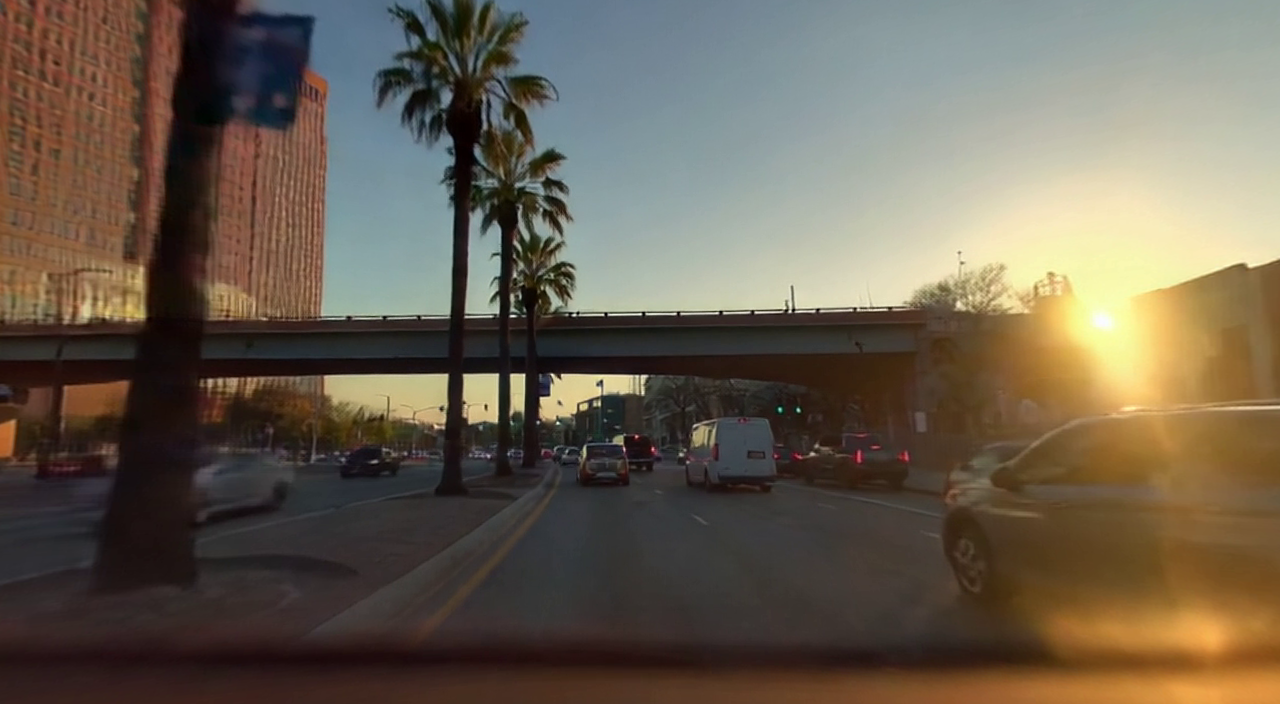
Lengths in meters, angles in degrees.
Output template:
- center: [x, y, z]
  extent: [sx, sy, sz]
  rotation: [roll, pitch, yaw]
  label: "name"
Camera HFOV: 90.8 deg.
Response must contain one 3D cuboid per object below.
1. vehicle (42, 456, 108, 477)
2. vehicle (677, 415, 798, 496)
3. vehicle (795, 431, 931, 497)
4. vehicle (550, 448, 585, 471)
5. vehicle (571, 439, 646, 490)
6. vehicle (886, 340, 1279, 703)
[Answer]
- center: [-43.246, 8.767, 48.438]
  extent: [1.794, 1.461, 3.581]
  rotation: [0, -9, -3]
  label: "vehicle"
- center: [2.800, 3.192, 19.736]
  extent: [2.434, 2.171, 5.098]
  rotation: [1, -9, -7]
  label: "vehicle"
- center: [6.578, 3.365, 19.365]
  extent: [2.164, 1.745, 4.677]
  rotation: [0, -9, -4]
  label: "vehicle"
- center: [-5.188, 7.636, 44.967]
  extent: [2.081, 1.503, 3.681]
  rotation: [2, -9, -13]
  label: "vehicle"
- center: [-1.278, 4.028, 23.038]
  extent: [2.332, 1.625, 4.933]
  rotation: [1, -9, -7]
  label: "vehicle"
- center: [3.573, 1.035, 4.032]
  extent: [2.151, 1.695, 4.258]
  rotation: [0, -9, -2]
  label: "vehicle"
